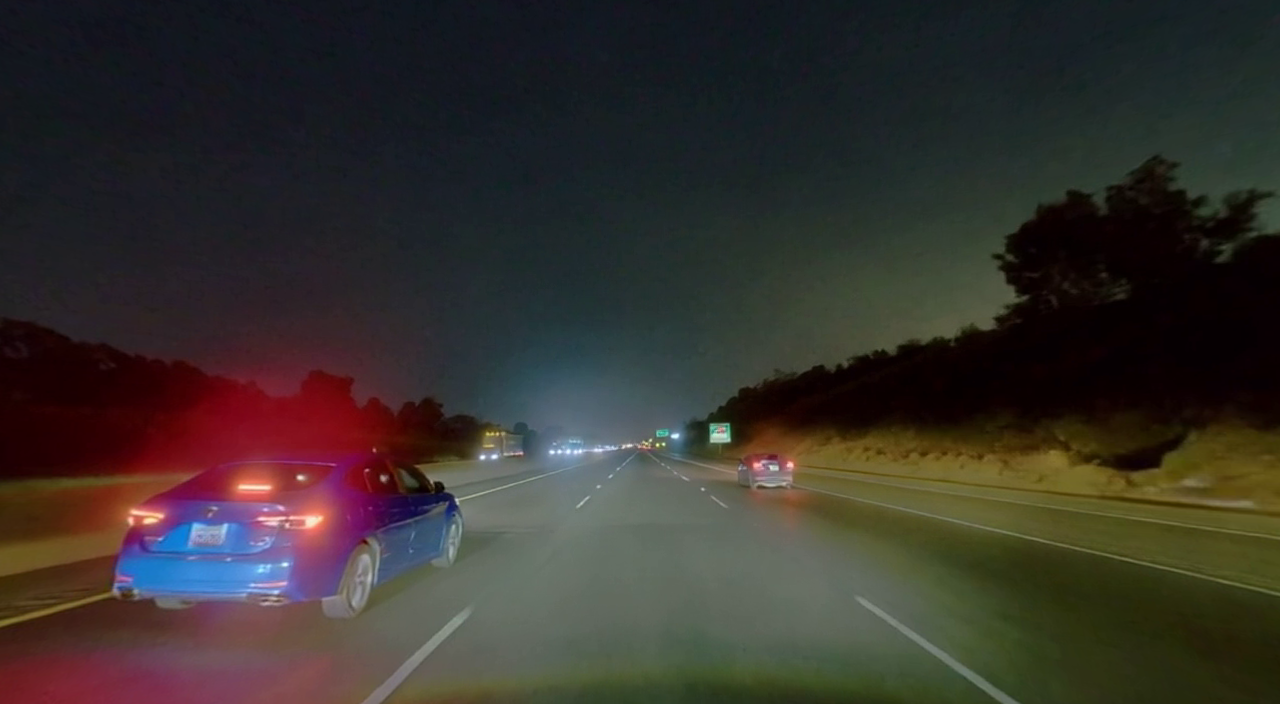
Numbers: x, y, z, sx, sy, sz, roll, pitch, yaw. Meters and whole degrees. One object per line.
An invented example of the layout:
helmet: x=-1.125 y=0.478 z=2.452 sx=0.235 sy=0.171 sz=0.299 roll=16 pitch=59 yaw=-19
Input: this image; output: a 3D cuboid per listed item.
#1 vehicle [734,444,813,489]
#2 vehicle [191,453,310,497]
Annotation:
vehicle: x=4.812 y=4.170 z=23.268 sx=1.967 sy=1.472 sz=3.751 roll=0 pitch=-9 yaw=-2
vehicle: x=-15.252 y=4.806 z=25.041 sx=1.873 sy=1.539 sz=4.379 roll=0 pitch=-9 yaw=0
